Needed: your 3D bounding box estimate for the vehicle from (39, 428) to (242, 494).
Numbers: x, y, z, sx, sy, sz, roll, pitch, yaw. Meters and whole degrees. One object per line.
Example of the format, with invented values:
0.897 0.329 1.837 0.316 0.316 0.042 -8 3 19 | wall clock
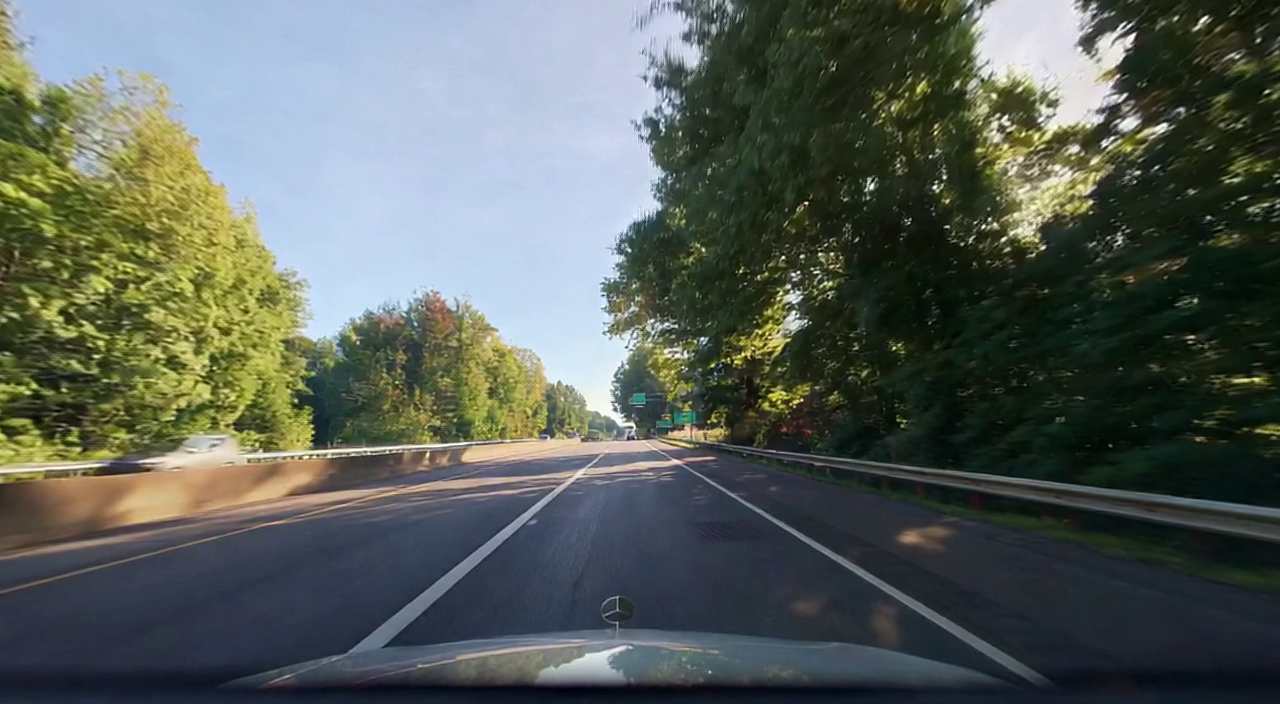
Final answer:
-12.747 2.776 16.514 1.906 1.483 4.216 0 -8 -1 | vehicle
